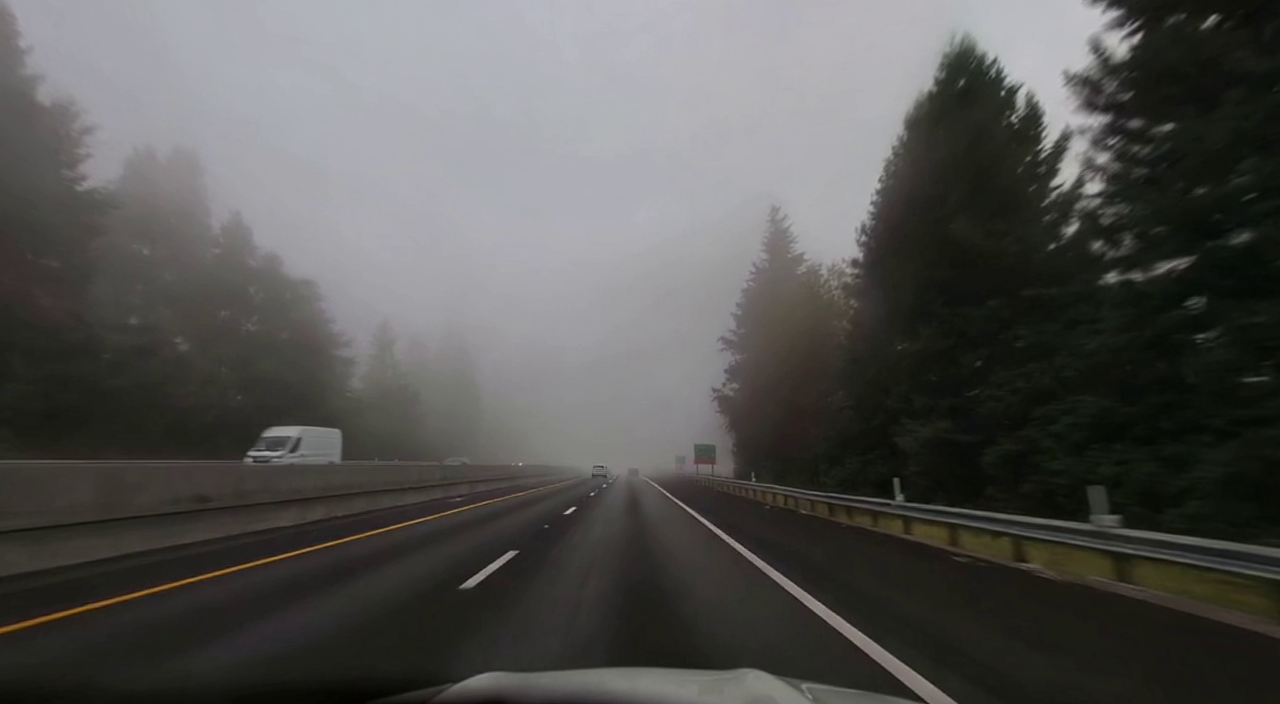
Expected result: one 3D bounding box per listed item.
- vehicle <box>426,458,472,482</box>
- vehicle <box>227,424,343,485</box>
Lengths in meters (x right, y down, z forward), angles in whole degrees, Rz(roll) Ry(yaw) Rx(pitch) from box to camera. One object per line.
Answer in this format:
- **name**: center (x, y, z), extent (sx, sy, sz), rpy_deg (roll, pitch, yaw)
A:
- **vehicle**: center (-12.518, 7.790, 41.558), extent (1.830, 1.454, 3.815), rpy_deg (1, -10, 0)
- **vehicle**: center (-17.306, 5.136, 31.249), extent (2.188, 2.646, 5.914), rpy_deg (1, -10, 0)
